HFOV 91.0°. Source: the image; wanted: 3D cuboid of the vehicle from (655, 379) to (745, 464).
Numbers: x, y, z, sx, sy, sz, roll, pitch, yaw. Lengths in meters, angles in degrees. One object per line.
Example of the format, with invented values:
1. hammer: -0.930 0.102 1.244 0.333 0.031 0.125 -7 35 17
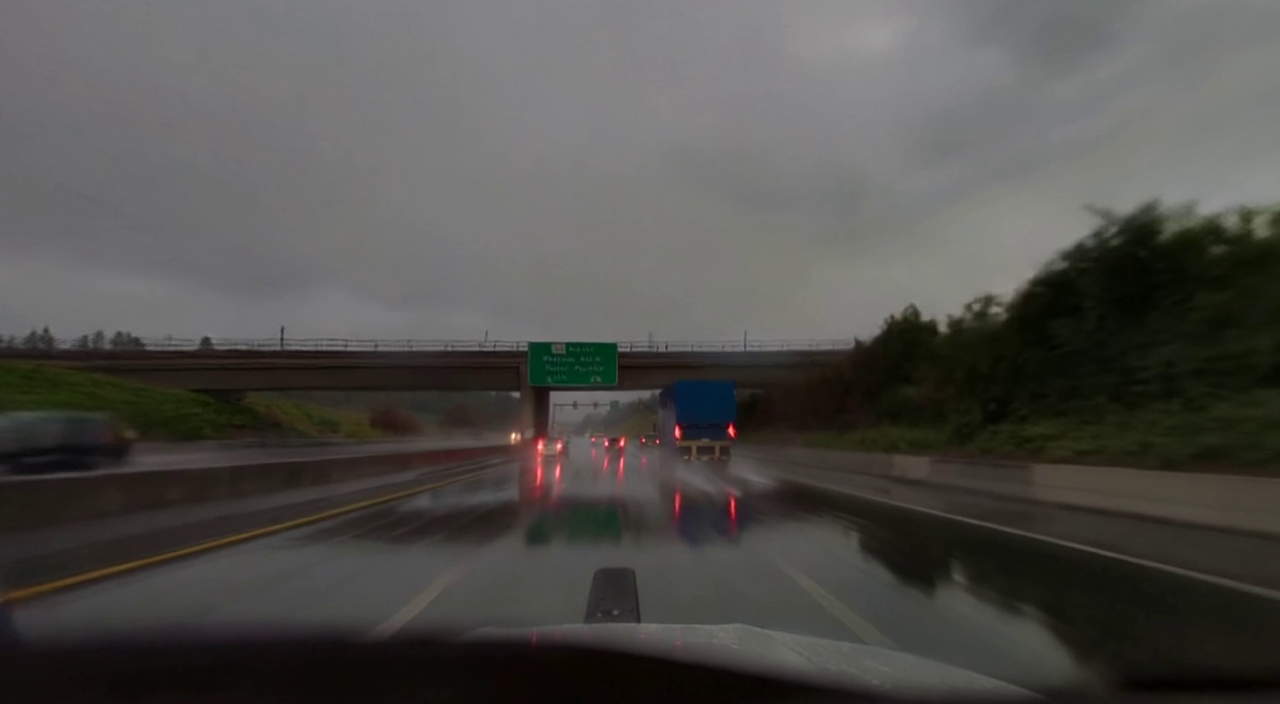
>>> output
1. vehicle: 3.013 4.301 37.028 3.301 4.034 13.722 0 -8 -3

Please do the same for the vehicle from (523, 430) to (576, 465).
1. vehicle: -4.820 5.182 34.307 2.377 1.747 4.703 0 -8 -2

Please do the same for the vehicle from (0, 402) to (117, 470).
1. vehicle: -16.266 2.144 15.942 1.994 1.613 4.783 0 -8 -1

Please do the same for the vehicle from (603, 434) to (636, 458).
1. vehicle: -1.418 6.417 42.893 2.125 1.542 3.816 0 -8 -4
